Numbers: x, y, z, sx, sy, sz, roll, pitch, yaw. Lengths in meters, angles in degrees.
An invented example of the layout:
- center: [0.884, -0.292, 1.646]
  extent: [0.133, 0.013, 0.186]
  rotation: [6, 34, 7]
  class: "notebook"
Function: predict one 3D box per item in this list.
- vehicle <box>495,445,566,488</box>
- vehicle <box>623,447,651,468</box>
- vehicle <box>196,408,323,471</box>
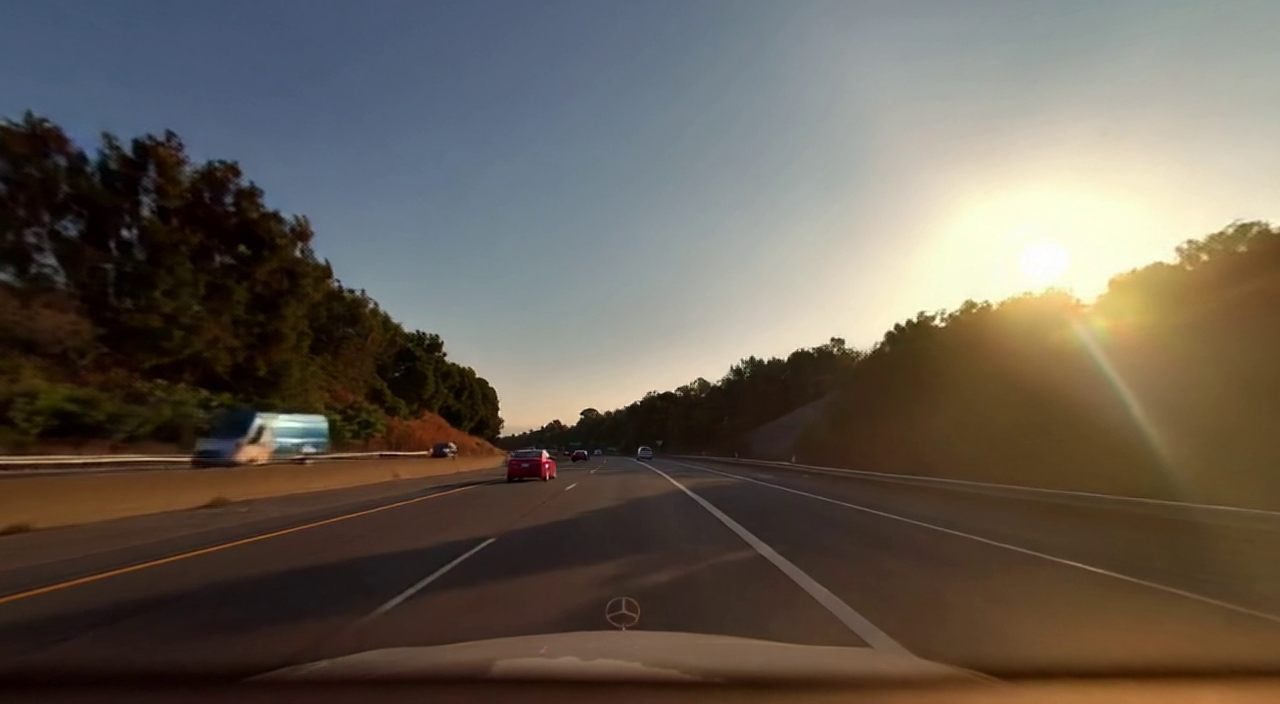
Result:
- center: [-4.156, 4.418, 24.730]
  extent: [1.957, 1.499, 4.965]
  rotation: [0, -9, -1]
  class: "vehicle"
- center: [-0.251, 8.069, 48.391]
  extent: [2.031, 1.483, 3.417]
  rotation: [0, -9, -2]
  class: "vehicle"
- center: [-17.172, 4.056, 28.939]
  extent: [2.188, 2.566, 5.810]
  rotation: [0, -9, -1]
  class: "vehicle"
